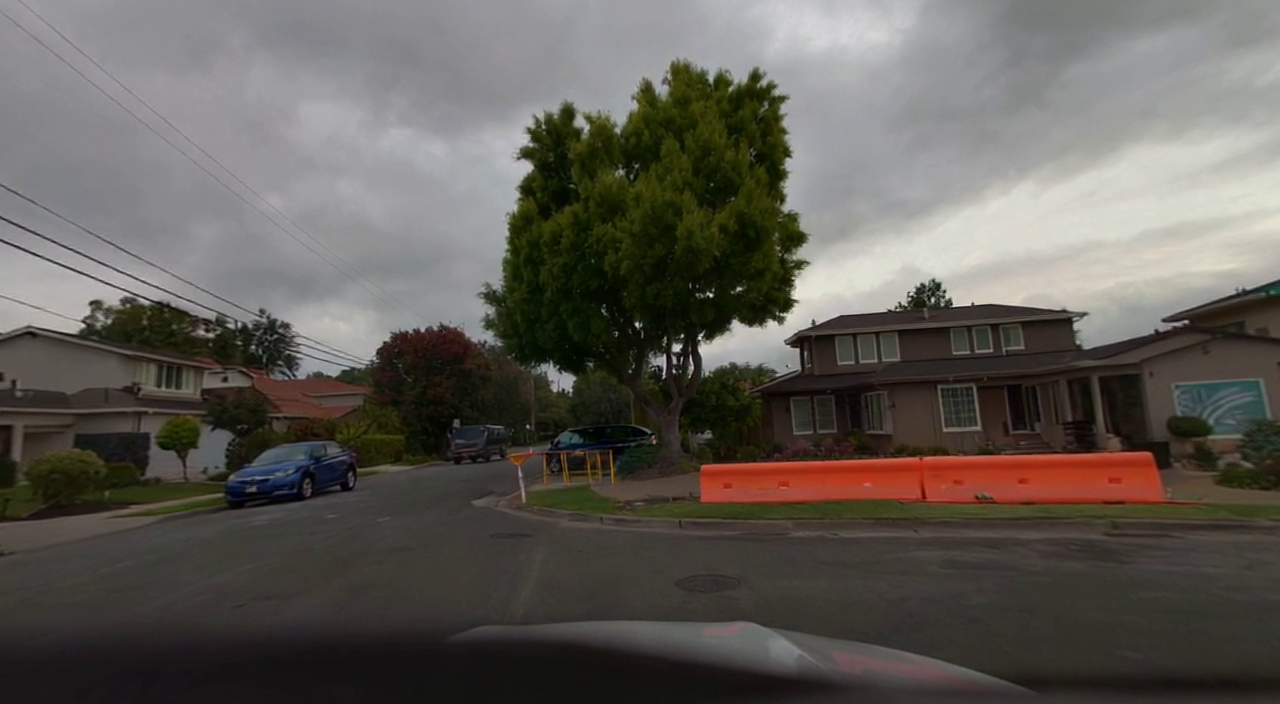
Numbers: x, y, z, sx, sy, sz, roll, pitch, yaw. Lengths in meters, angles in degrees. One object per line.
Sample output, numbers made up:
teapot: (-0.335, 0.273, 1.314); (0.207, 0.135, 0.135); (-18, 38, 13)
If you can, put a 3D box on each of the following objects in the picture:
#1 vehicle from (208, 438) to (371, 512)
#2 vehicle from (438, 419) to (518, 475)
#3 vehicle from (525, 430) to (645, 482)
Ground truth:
vehicle: (-8.341, 2.893, 15.482); (1.899, 1.524, 4.082); (0, -8, -5)
vehicle: (-6.274, 3.716, 24.971); (2.219, 1.984, 4.712); (0, -8, -4)
vehicle: (-1.625, 3.223, 19.955); (1.827, 1.436, 4.070); (-4, -9, 28)
